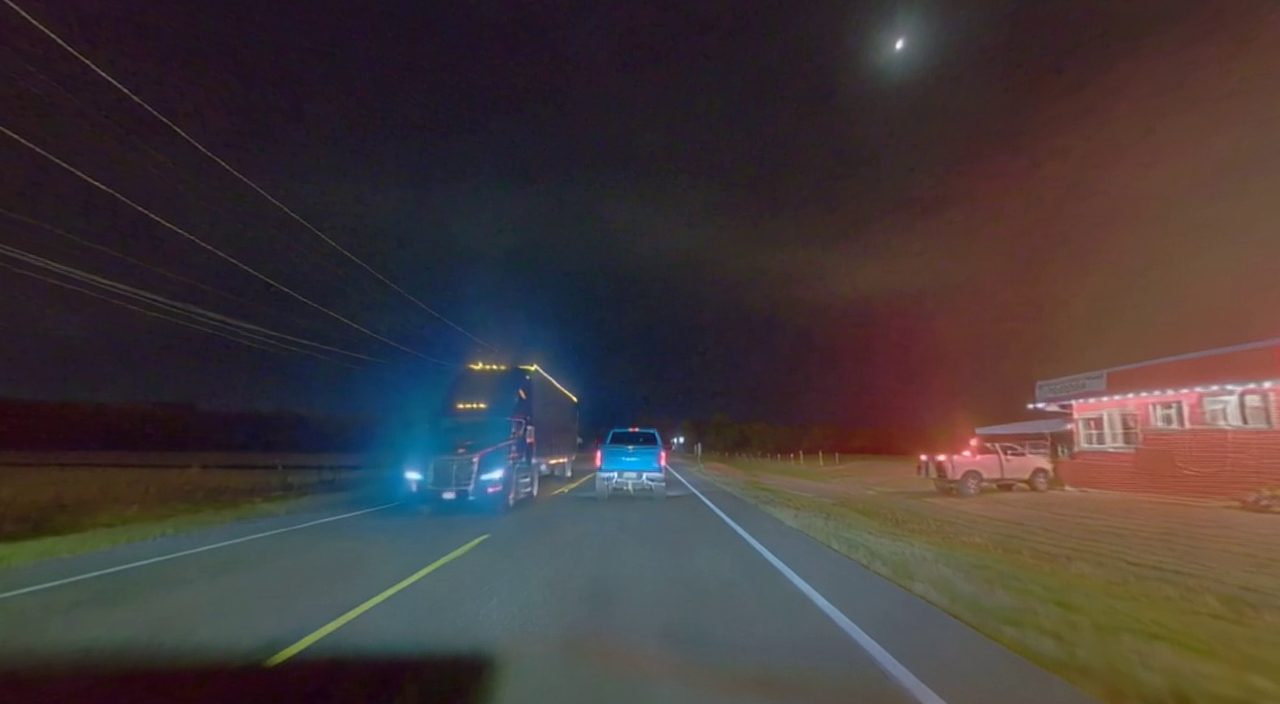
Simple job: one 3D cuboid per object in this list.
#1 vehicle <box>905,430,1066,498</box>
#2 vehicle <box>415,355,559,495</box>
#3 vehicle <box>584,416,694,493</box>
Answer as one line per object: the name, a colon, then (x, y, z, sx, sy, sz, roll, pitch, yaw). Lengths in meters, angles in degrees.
vehicle: (10.632, 3.339, 19.296, 5.304, 1.754, 2.340, 7, -11, -39)
vehicle: (-4.844, 2.630, 21.998, 3.063, 3.986, 7.883, 0, -8, -1)
vehicle: (-0.076, 3.283, 20.553, 2.921, 2.031, 7.416, 0, -8, -1)
